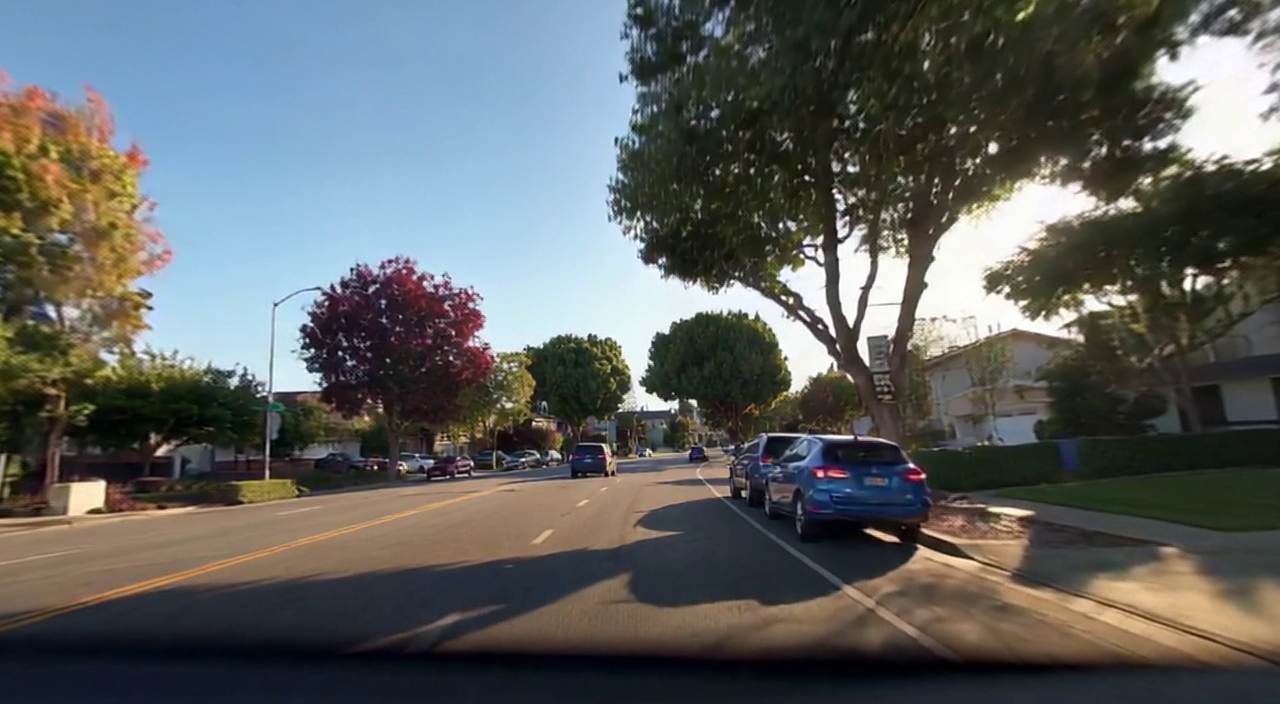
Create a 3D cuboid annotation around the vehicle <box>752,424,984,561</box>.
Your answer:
[{"bbox_3d":[3.445,2.220,10.842,2.147,1.725,4.927,2,-8,0],"label":"vehicle"}]

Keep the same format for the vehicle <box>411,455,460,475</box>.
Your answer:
[{"bbox_3d":[-15.621,8.623,48.556,1.872,1.396,4.150,-1,-9,8],"label":"vehicle"}]

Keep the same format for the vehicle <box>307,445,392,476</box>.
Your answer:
[{"bbox_3d":[-19.079,7.157,41.624,4.628,1.808,1.899,0,-12,7],"label":"vehicle"}]

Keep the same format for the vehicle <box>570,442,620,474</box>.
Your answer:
[{"bbox_3d":[-2.534,6.101,36.608,2.135,1.731,4.232,-1,-9,6],"label":"vehicle"}]
